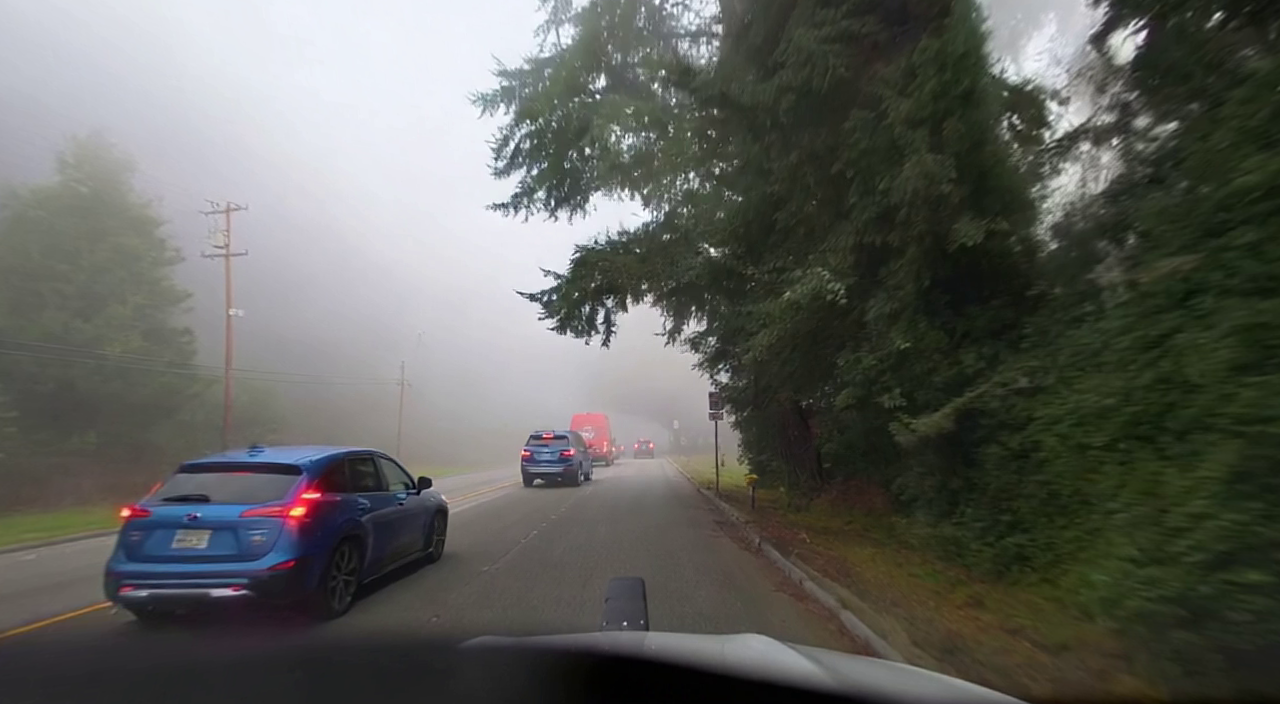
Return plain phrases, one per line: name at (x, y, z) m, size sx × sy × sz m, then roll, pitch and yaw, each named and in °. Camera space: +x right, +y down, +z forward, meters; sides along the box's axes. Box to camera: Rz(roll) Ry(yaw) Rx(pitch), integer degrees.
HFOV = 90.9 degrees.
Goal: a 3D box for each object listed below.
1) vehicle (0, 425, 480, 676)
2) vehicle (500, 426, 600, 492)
vehicle at (-3.199, 1.526, 6.147) m, size 1.966 × 1.466 × 4.699 m, roll 0°, pitch -8°, yaw 1°
vehicle at (-2.649, 3.360, 20.173) m, size 2.187 × 1.821 × 5.501 m, roll -1°, pitch -8°, yaw 2°
